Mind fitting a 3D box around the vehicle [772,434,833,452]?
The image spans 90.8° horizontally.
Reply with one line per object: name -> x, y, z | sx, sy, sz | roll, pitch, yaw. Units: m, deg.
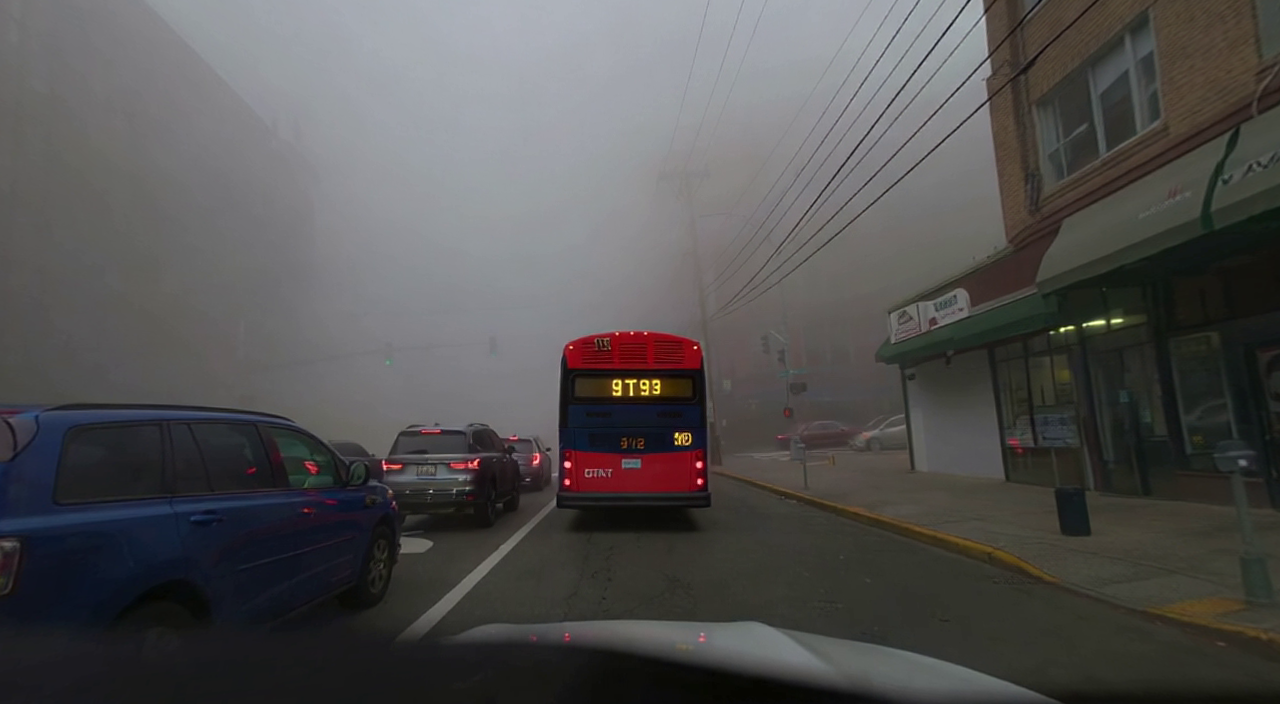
vehicle -> 11.952, 6.734, 46.652 | 3.949, 1.337, 1.738 | 0, -9, -3

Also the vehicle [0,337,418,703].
vehicle -> -3.214, 1.092, 3.982 | 2.020, 1.725, 4.384 | 0, -8, 0

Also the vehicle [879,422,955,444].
vehicle -> 20.685, 6.078, 47.278 | 4.827, 1.555, 1.863 | 1, -9, -6

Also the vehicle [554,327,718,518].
vehicle -> -0.310, 1.987, 16.505 | 2.938, 3.468, 9.972 | 0, -9, -3

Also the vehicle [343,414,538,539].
vehicle -> -3.343, 2.198, 11.772 | 2.096, 1.828, 4.669 | 0, -8, 0
